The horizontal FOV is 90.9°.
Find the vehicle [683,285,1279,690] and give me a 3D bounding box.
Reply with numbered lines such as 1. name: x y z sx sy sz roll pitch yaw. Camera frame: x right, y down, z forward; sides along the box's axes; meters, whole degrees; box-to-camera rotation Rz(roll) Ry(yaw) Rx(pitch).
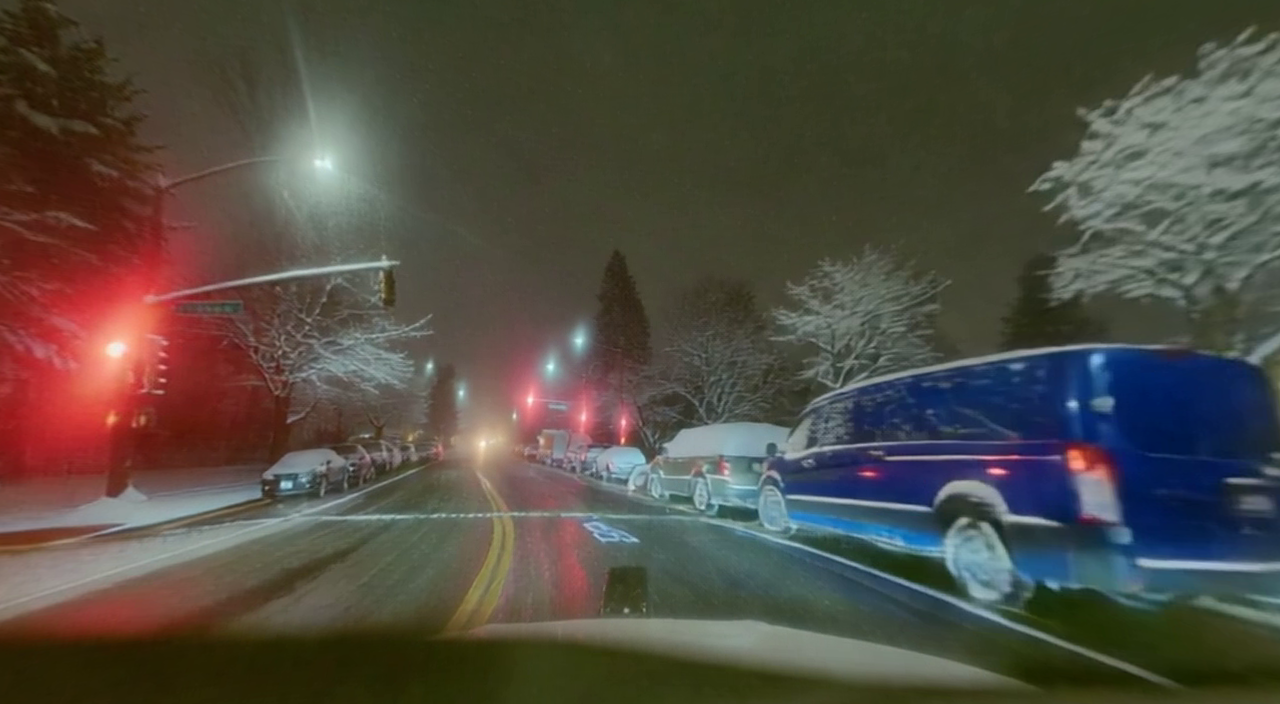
1. vehicle: 3.454 1.530 8.750 3.041 2.164 10.370 1 -9 -11

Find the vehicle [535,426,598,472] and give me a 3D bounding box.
1. vehicle: -5.158 6.657 43.378 3.089 2.882 6.770 2 -9 -17

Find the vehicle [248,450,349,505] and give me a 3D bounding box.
1. vehicle: -10.812 3.947 20.296 1.950 1.489 4.214 1 -9 -16

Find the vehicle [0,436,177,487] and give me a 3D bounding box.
1. vehicle: -20.292 4.051 23.420 4.422 1.689 2.021 0 -9 -9
